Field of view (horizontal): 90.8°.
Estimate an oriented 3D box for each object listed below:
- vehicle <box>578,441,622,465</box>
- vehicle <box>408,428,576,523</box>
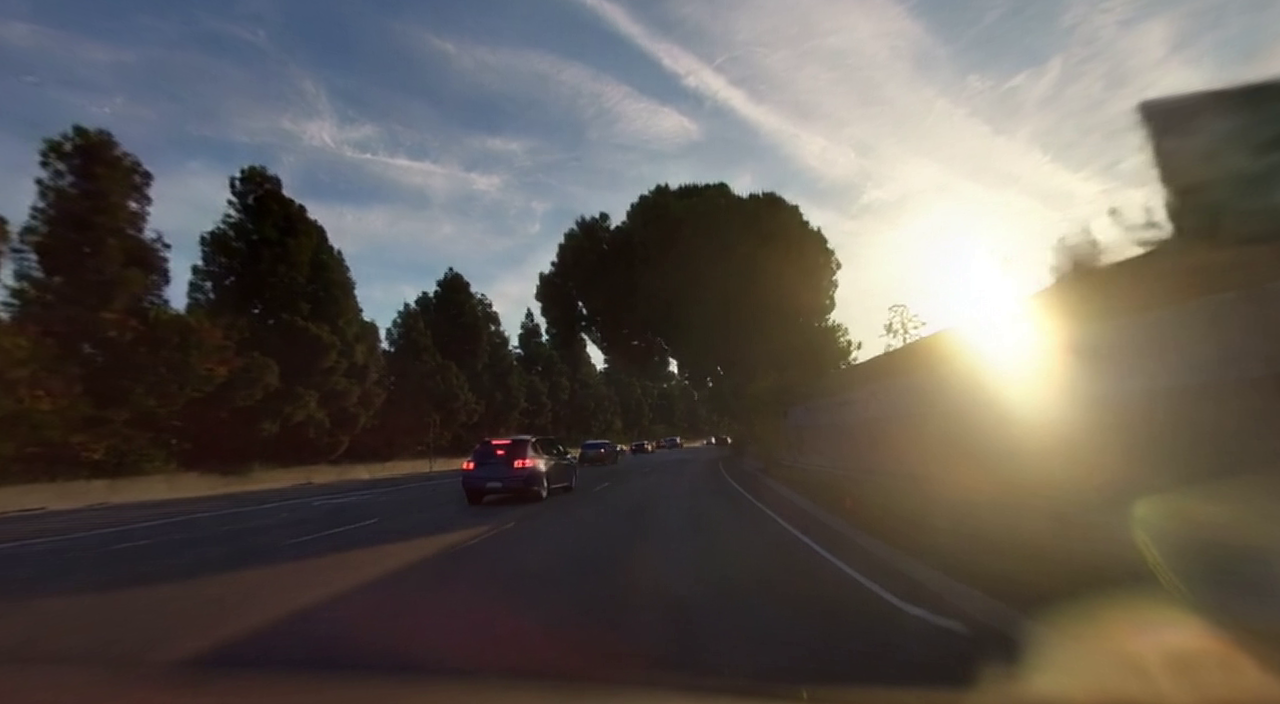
[{"bbox_3d":[-2.531,6.566,41.103,1.860,1.442,4.332,-2,-9,11],"label":"vehicle"},{"bbox_3d":[-2.870,2.540,13.535,2.082,1.638,4.644,-2,-8,6],"label":"vehicle"}]
